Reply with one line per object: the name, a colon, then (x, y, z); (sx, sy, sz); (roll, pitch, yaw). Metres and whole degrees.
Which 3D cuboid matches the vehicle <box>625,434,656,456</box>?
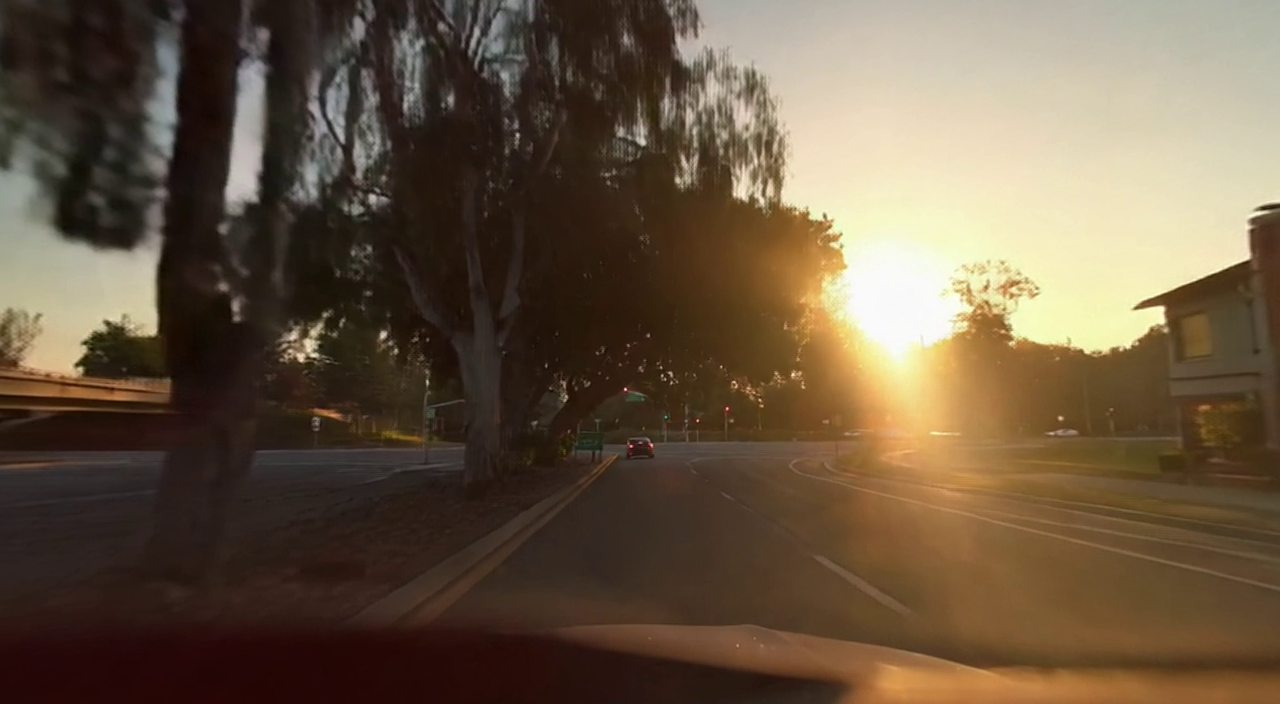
vehicle: (-0.017, 6.416, 43.621); (2.056, 1.473, 4.380); (0, -8, -1)
